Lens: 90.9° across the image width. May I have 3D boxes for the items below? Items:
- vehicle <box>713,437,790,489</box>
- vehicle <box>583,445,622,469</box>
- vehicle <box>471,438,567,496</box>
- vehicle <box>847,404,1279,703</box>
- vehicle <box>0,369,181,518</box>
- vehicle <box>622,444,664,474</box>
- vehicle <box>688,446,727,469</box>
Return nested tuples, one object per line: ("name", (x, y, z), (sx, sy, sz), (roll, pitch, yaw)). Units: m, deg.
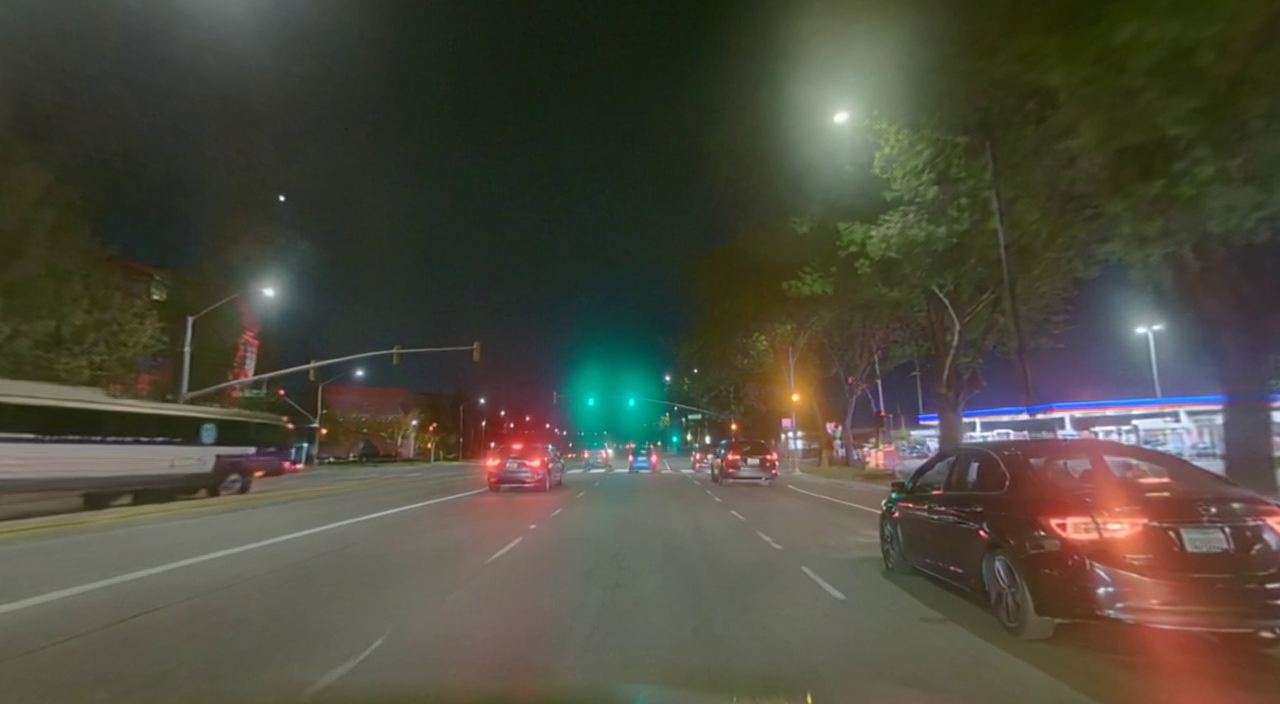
("vehicle", (3.925, 3.995, 22.991), (2.022, 1.683, 4.171), (0, -8, 0))
("vehicle", (-2.444, 6.938, 41.818), (2.192, 1.463, 4.211), (-1, -8, 2))
("vehicle", (-3.617, 3.515, 19.684), (2.023, 1.607, 4.086), (-1, -8, 2))
("vehicle", (3.510, 1.327, 5.103), (2.038, 1.499, 4.868), (0, -8, 1))
("vehicle", (-16.054, 2.085, 14.260), (3.228, 3.319, 10.706), (0, -8, 0))
("vehicle", (0.190, 5.743, 34.121), (2.104, 1.477, 4.591), (0, -8, 1))
("vehicle", (4.449, 7.052, 42.264), (2.174, 1.462, 4.400), (0, -8, 1))
